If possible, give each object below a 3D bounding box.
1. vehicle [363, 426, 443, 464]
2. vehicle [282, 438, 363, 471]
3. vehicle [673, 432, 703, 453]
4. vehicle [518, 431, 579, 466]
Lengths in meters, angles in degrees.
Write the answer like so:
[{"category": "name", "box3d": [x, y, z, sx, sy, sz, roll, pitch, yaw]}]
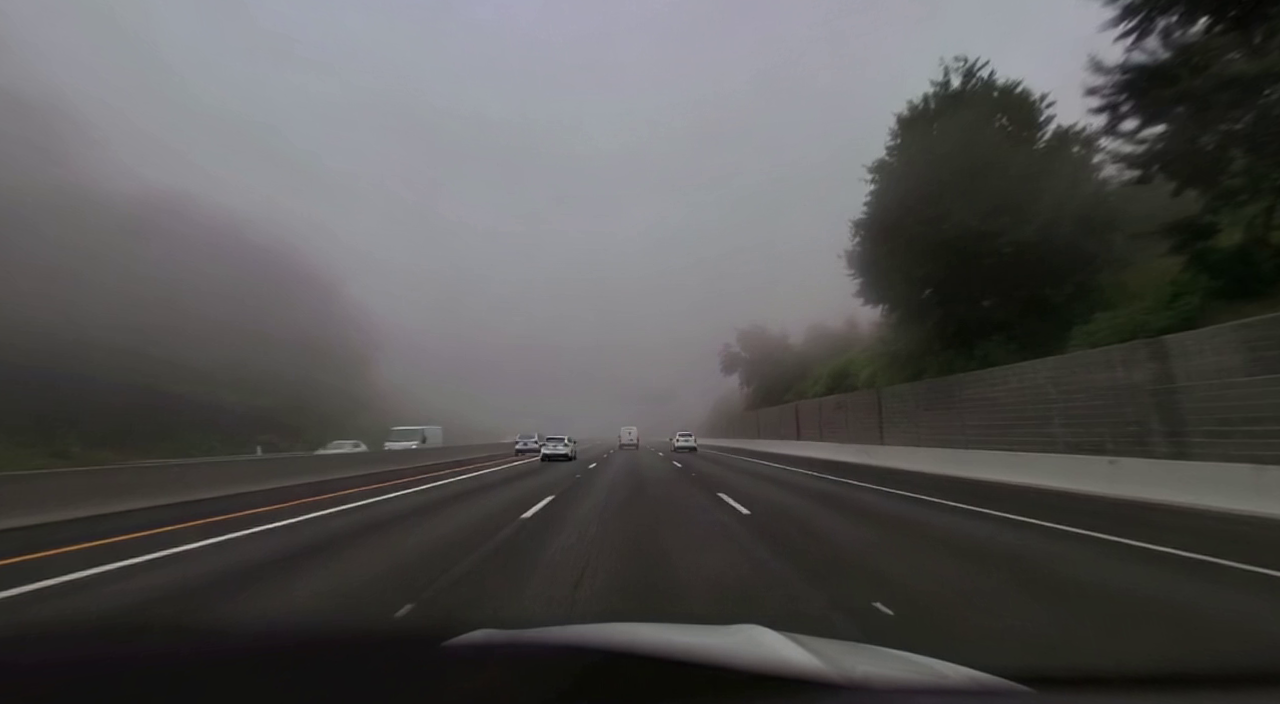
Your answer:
[{"category": "vehicle", "box3d": [-11.664, 4.598, 31.392, 2.084, 1.737, 4.812, 0, -8, 0]}, {"category": "vehicle", "box3d": [-14.840, 4.766, 29.728, 1.842, 1.427, 3.837, 0, -8, -1]}, {"category": "vehicle", "box3d": [3.502, 6.663, 46.590, 1.806, 1.469, 3.681, 0, -8, -2]}, {"category": "vehicle", "box3d": [-4.100, 4.397, 29.014, 2.204, 1.486, 4.121, 0, -8, 0]}]
